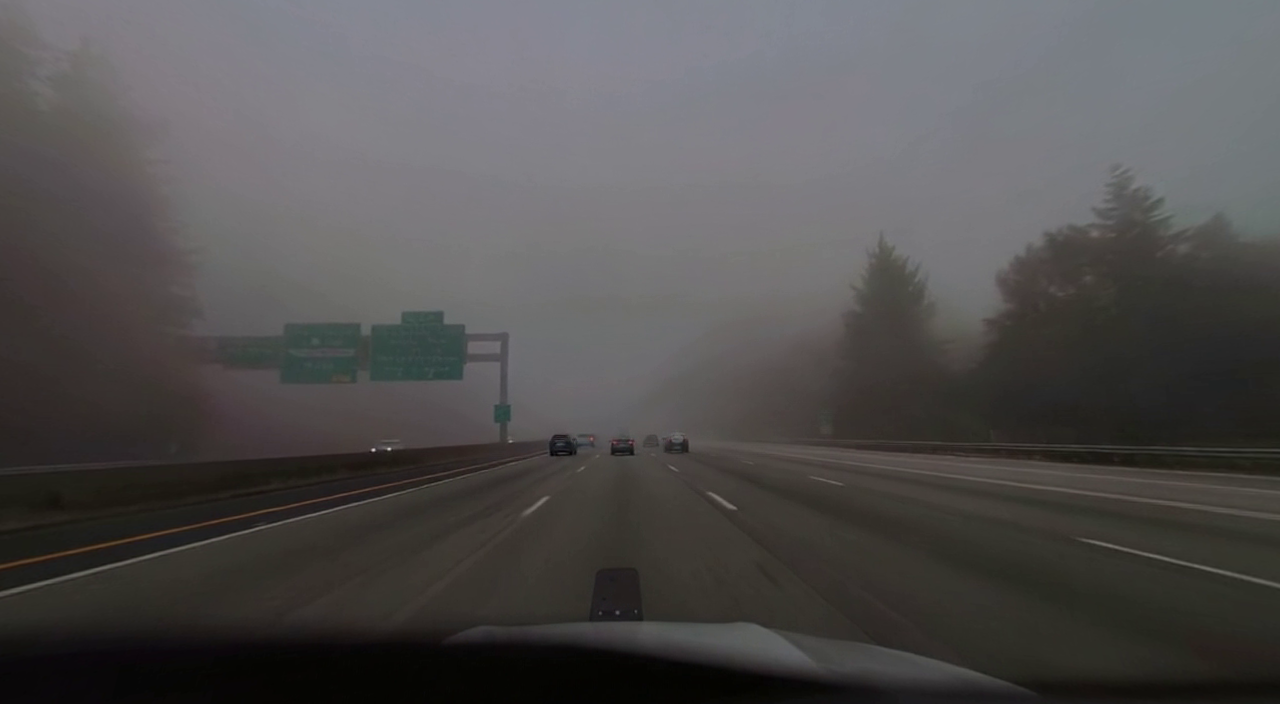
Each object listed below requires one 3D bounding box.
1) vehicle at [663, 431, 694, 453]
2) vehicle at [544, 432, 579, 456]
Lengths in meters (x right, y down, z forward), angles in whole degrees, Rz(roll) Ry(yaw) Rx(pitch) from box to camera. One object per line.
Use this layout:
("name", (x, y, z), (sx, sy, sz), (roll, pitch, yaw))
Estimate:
("vehicle", (3.017, 7.115, 49.920), (2.066, 1.673, 4.225), (0, -8, -2))
("vehicle", (-5.544, 6.544, 44.821), (2.119, 1.629, 3.946), (0, -8, -1))
